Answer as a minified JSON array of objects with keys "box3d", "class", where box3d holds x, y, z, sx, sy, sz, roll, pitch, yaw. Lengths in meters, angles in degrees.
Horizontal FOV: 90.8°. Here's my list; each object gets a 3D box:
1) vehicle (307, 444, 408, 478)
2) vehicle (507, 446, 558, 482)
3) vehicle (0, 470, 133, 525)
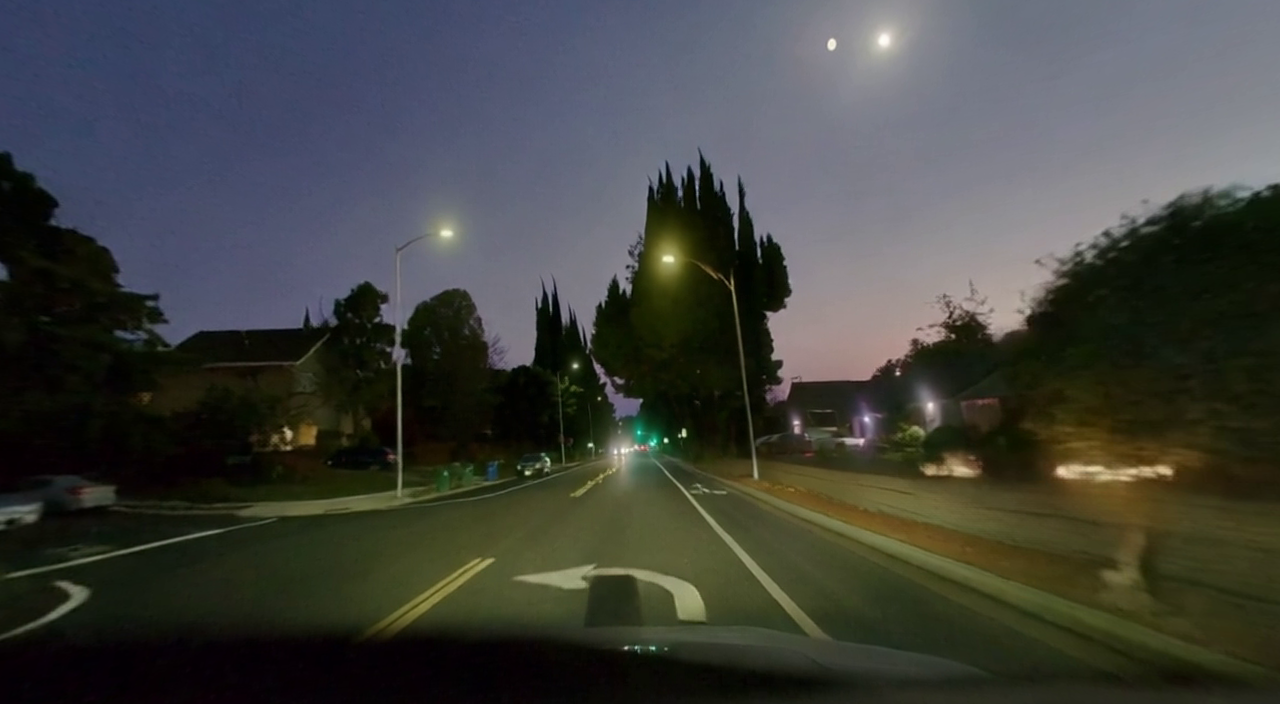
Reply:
[{"box3d":[-15.613,6.015,35.010,4.735,1.712,1.992,-2,-9,9],"class":"vehicle"},{"box3d":[-6.544,6.880,38.892,2.176,1.885,5.174,-5,-10,-1],"class":"vehicle"},{"box3d":[-17.798,4.246,18.640,4.321,1.452,1.911,-2,-9,9],"class":"vehicle"}]
